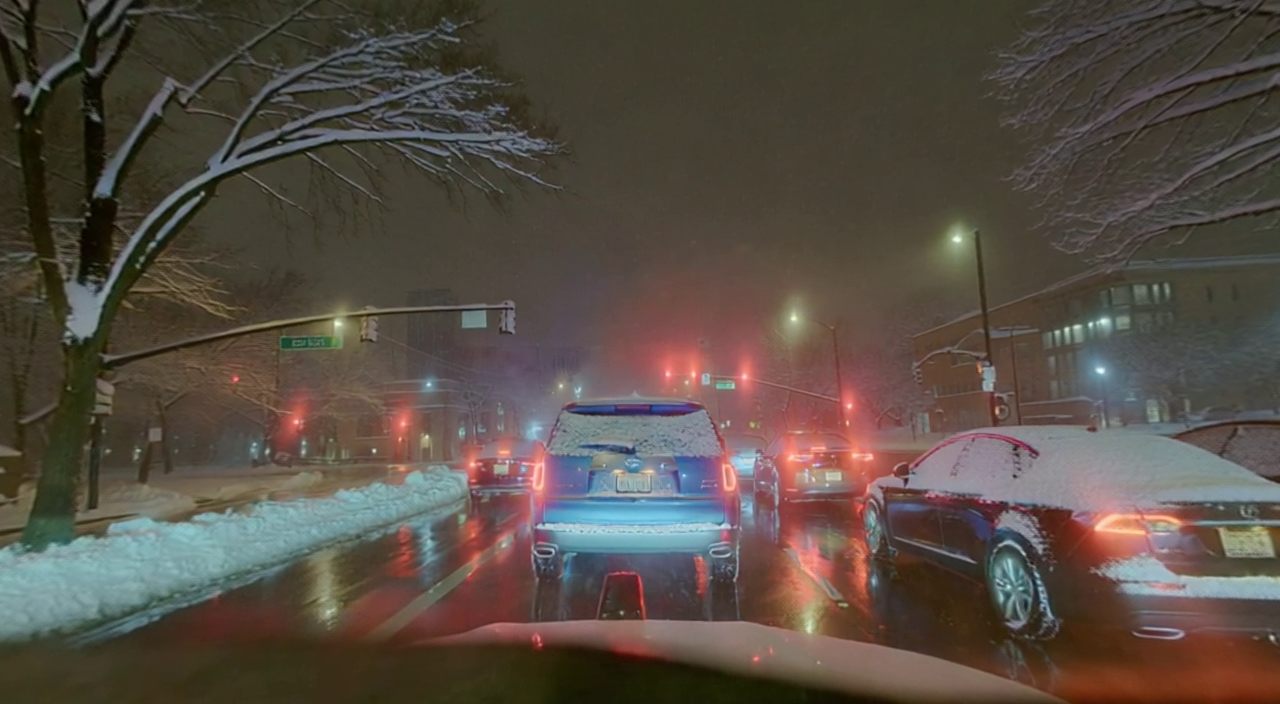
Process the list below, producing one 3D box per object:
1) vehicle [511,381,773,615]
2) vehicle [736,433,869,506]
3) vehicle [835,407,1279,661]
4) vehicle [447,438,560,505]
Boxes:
[{"bbox_3d":[-0.037,1.464,7.267,2.038,1.819,4.505,0,-8,-1],"label":"vehicle"},{"bbox_3d":[3.648,2.708,15.059,1.940,1.474,4.234,0,-8,-1],"label":"vehicle"},{"bbox_3d":[3.643,1.407,6.074,1.995,1.483,4.533,0,-8,-1],"label":"vehicle"},{"bbox_3d":[-3.315,2.979,16.220,1.913,1.464,4.276,0,-8,0],"label":"vehicle"}]
